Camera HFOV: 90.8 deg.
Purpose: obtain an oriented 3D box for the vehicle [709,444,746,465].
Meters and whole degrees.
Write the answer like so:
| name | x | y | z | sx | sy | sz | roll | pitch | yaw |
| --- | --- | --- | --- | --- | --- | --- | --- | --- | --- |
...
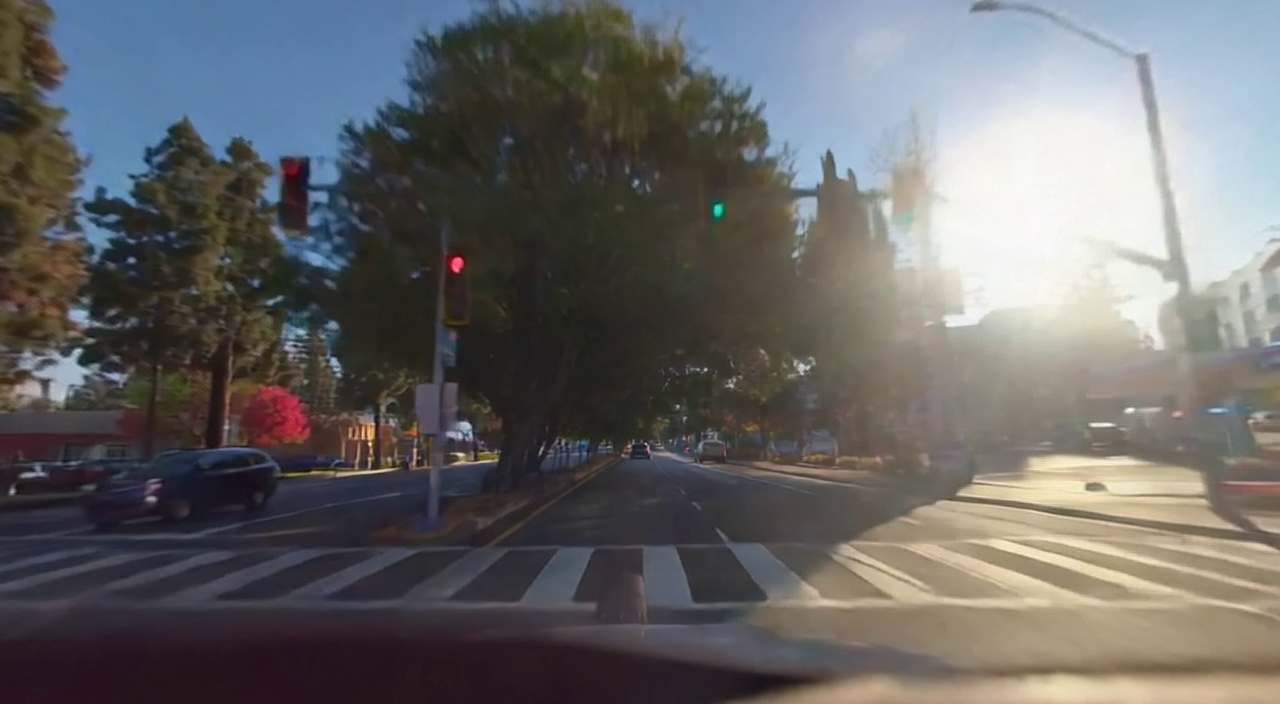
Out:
| name | x | y | z | sx | sy | sz | roll | pitch | yaw |
| --- | --- | --- | --- | --- | --- | --- | --- | --- | --- |
| vehicle | 6.509 | 7.657 | 47.297 | 1.990 | 1.508 | 4.426 | 0 | -9 | -2 |

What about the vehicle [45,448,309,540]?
| name | x | y | z | sx | sy | sz | roll | pitch | yaw |
| --- | --- | --- | --- | --- | --- | --- | --- | --- | --- |
| vehicle | -9.147 | 2.797 | 13.156 | 2.029 | 1.452 | 4.598 | -3 | -9 | 0 |

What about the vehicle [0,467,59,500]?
| name | x | y | z | sx | sy | sz | roll | pitch | yaw |
| --- | --- | --- | --- | --- | --- | --- | --- | --- | --- |
| vehicle | -36.367 | 7.462 | 36.070 | 4.645 | 1.728 | 2.059 | -2 | -9 | 7 |
